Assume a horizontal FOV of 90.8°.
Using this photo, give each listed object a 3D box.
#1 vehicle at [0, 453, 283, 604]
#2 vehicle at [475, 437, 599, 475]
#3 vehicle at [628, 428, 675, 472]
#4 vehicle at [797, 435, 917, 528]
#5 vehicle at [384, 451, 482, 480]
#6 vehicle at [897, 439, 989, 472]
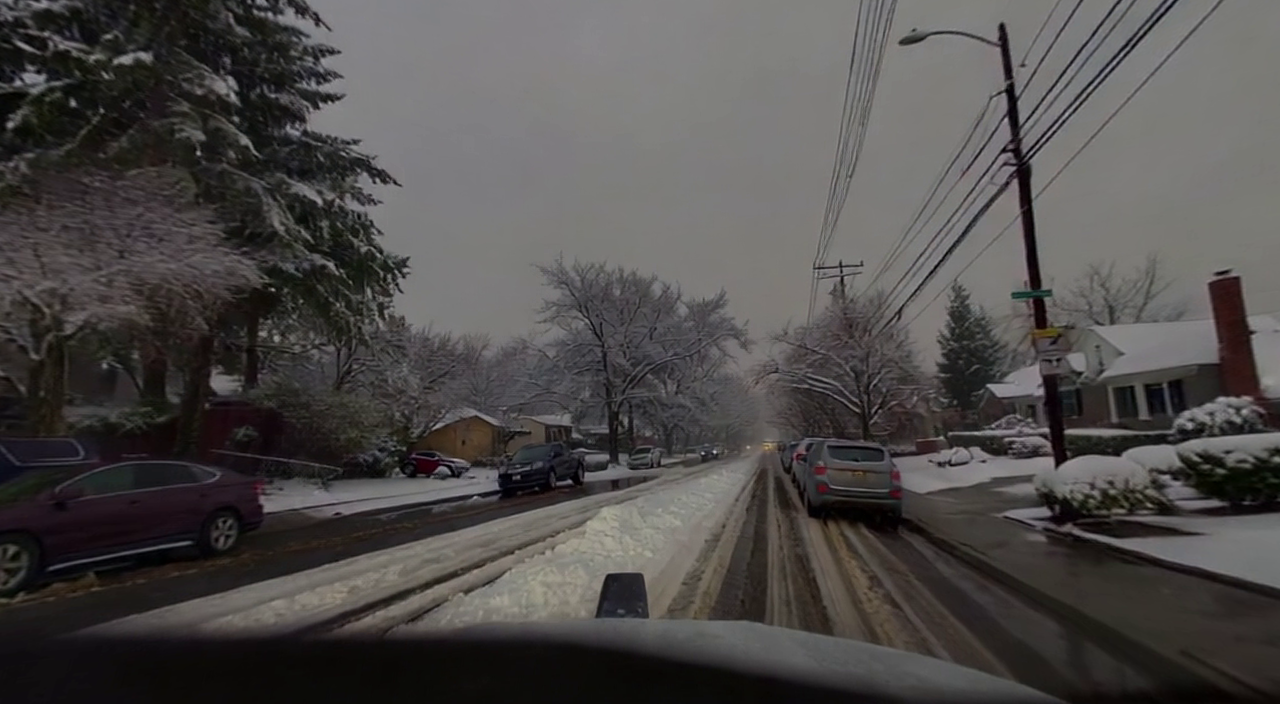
[{"bbox_3d":[-7.066,2.015,7.844,1.968,1.449,4.502,-2,-9,13],"label":"vehicle"},{"bbox_3d":[-5.802,5.849,35.807,6.488,2.009,2.354,-2,-9,12],"label":"vehicle"},{"bbox_3d":[0.908,6.954,45.136,2.199,2.902,5.848,-2,-9,12],"label":"vehicle"},{"bbox_3d":[4.136,2.477,12.566,1.908,1.572,3.105,-2,-9,13],"label":"vehicle"},{"bbox_3d":[-10.662,5.858,32.672,4.481,1.420,1.712,-1,-9,9],"label":"vehicle"},{"bbox_3d":[16.131,5.537,33.883,4.075,1.674,1.811,-2,-9,13],"label":"vehicle"}]
